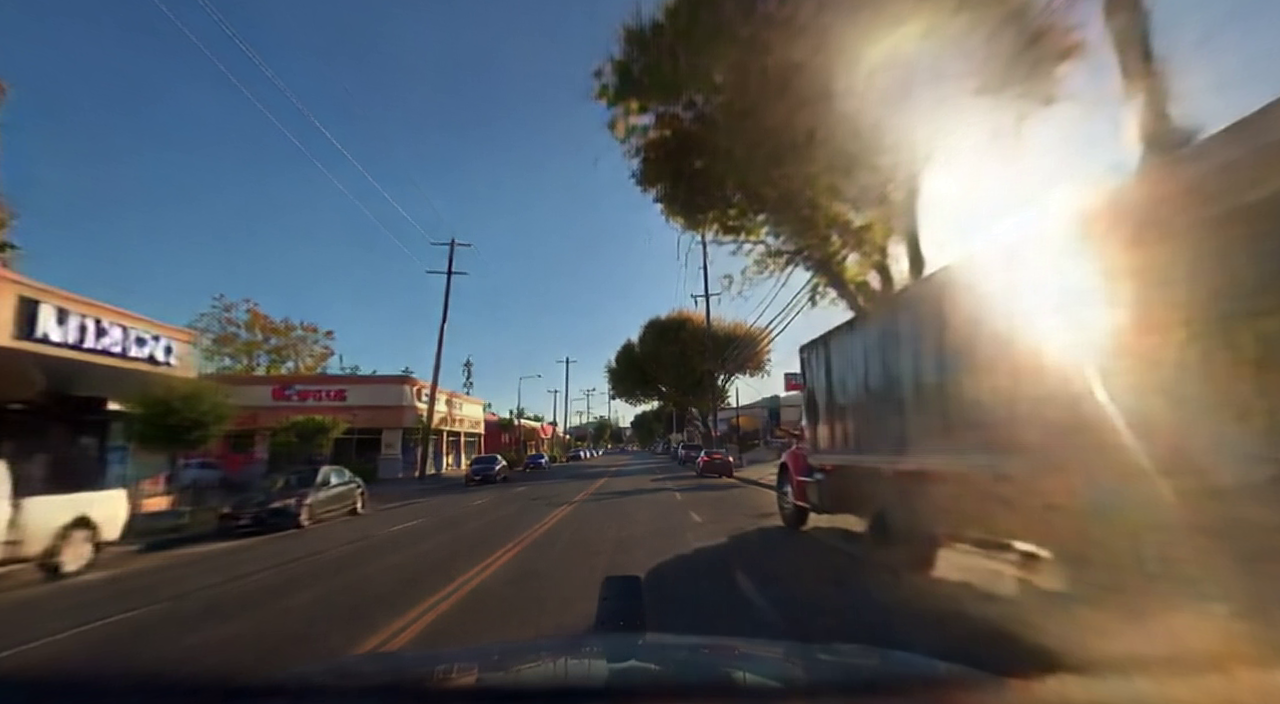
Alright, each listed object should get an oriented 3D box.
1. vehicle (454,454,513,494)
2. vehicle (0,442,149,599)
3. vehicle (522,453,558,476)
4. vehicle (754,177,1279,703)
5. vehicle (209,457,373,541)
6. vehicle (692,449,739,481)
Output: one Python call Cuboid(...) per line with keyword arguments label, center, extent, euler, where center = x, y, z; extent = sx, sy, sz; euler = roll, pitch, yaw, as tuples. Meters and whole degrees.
Cuboid(label="vehicle", center=(-7.538, 5.876, 30.786), extent=(1.787, 1.543, 4.052), euler=(-3, -8, 1))
Cuboid(label="vehicle", center=(-7.750, 1.817, 6.611), extent=(1.882, 1.639, 4.187), euler=(-3, -9, 0))
Cuboid(label="vehicle", center=(-7.388, 8.304, 46.833), extent=(1.872, 1.455, 4.350), euler=(-4, -8, 0))
Cuboid(label="vehicle", center=(3.935, 1.029, 7.800), extent=(3.011, 3.127, 8.608), euler=(-3, -7, -2))
Cuboid(label="vehicle", center=(-7.776, 3.256, 14.538), extent=(1.678, 1.468, 3.706), euler=(-4, -9, 0))
Cuboid(label="vehicle", center=(3.948, 6.006, 33.834), extent=(1.990, 1.521, 4.693), euler=(0, -8, 0))
